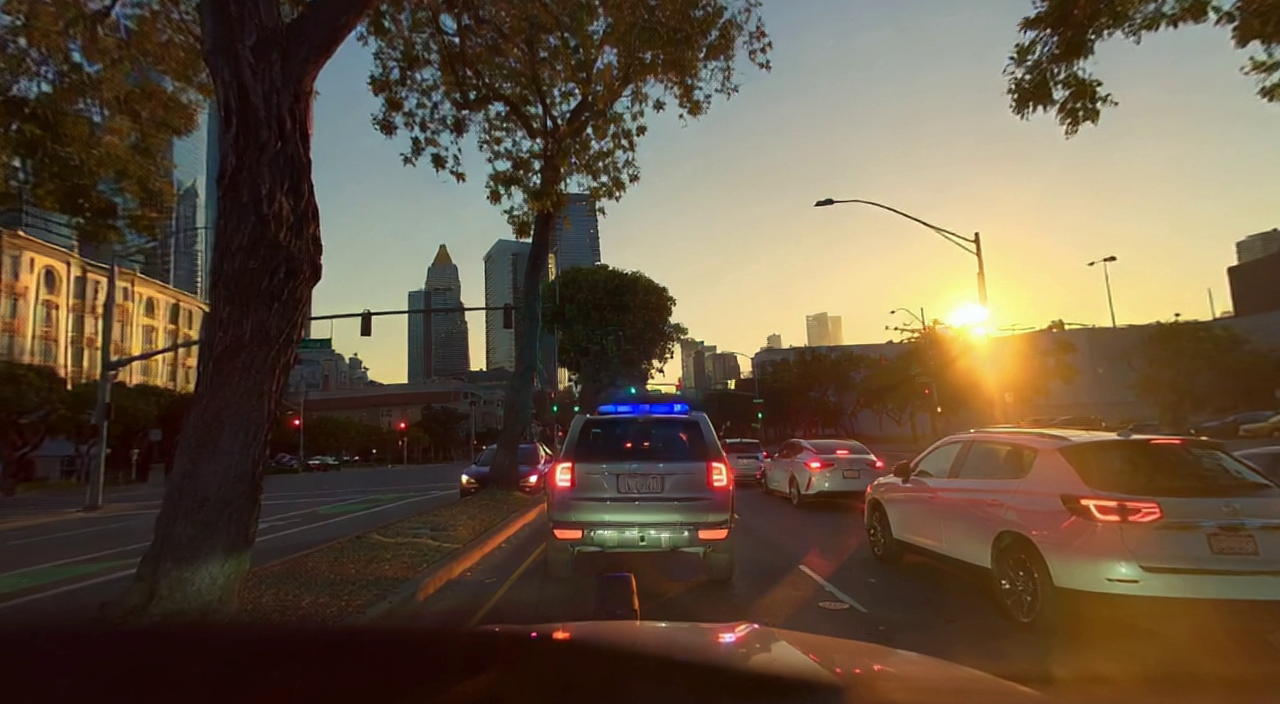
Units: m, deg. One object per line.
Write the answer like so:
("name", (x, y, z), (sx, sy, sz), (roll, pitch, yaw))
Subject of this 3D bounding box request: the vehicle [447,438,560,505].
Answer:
("vehicle", (-3.305, 2.983, 16.207), (1.913, 1.464, 4.276), (0, -8, 0))

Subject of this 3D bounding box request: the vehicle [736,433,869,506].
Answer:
("vehicle", (3.650, 2.708, 15.058), (1.940, 1.474, 4.234), (0, -8, -1))

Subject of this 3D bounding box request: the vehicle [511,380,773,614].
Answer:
("vehicle", (-0.035, 1.458, 7.274), (2.038, 1.819, 4.505), (0, -8, -1))

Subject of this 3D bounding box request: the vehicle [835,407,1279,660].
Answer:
("vehicle", (3.638, 1.407, 6.072), (1.995, 1.483, 4.533), (0, -8, -1))
